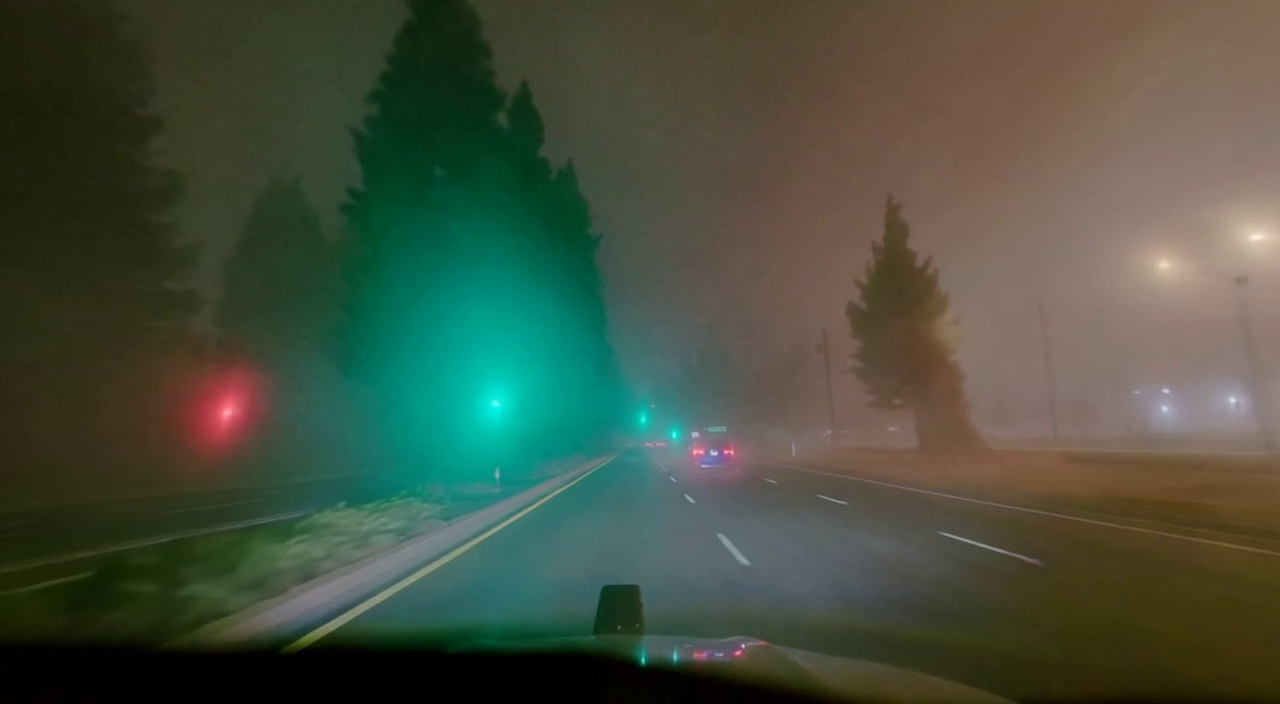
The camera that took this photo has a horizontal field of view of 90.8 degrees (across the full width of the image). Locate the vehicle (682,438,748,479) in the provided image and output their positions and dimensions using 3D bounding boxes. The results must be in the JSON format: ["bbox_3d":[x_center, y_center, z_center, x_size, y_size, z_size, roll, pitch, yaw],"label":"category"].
[{"bbox_3d":[2.867,4.173,24.987,2.056,1.483,4.091,0,-8,-1],"label":"vehicle"}]
